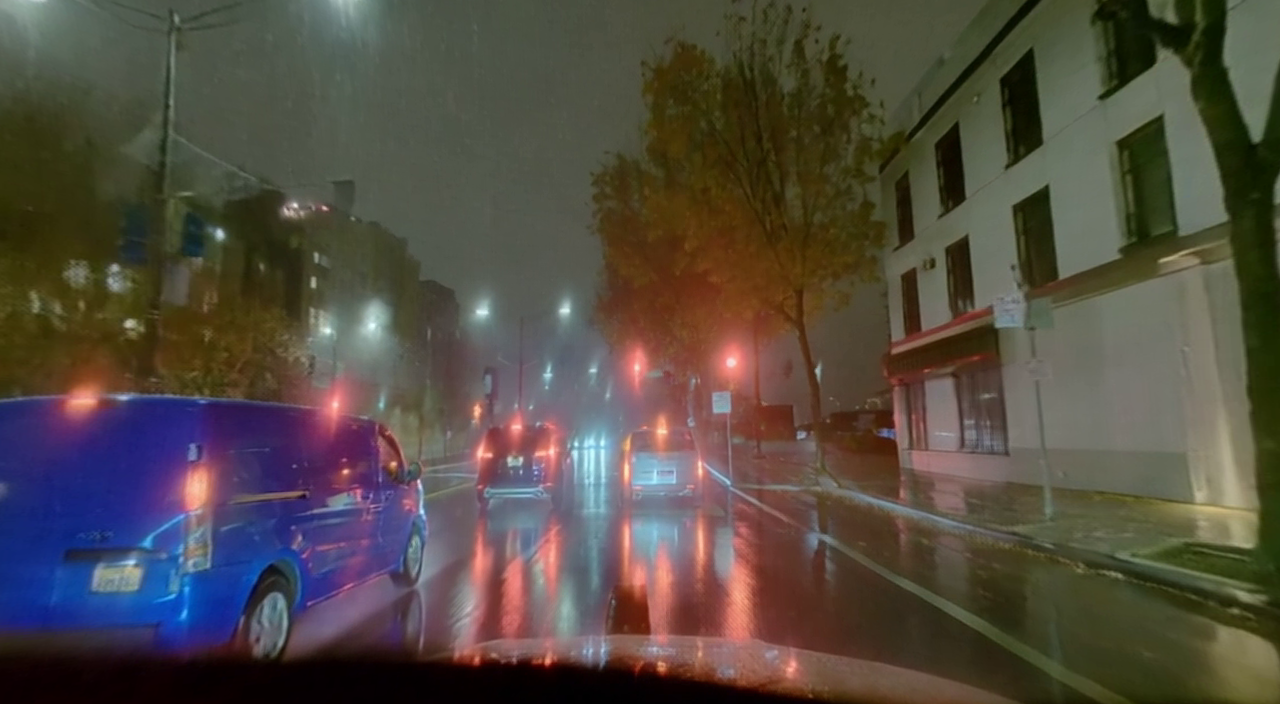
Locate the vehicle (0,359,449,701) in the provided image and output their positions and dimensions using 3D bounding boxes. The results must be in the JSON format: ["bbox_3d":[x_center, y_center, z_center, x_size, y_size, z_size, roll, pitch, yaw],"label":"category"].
[{"bbox_3d":[-3.132,1.170,5.164,1.940,1.722,3.823,0,-8,0],"label":"vehicle"}]

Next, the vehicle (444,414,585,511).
[{"bbox_3d":[-2.562,2.407,14.170,2.124,1.799,4.587,0,-8,1],"label":"vehicle"}]

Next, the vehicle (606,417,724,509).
[{"bbox_3d":[0.499,2.381,13.870,2.205,1.727,3.917,0,-8,1],"label":"vehicle"}]
